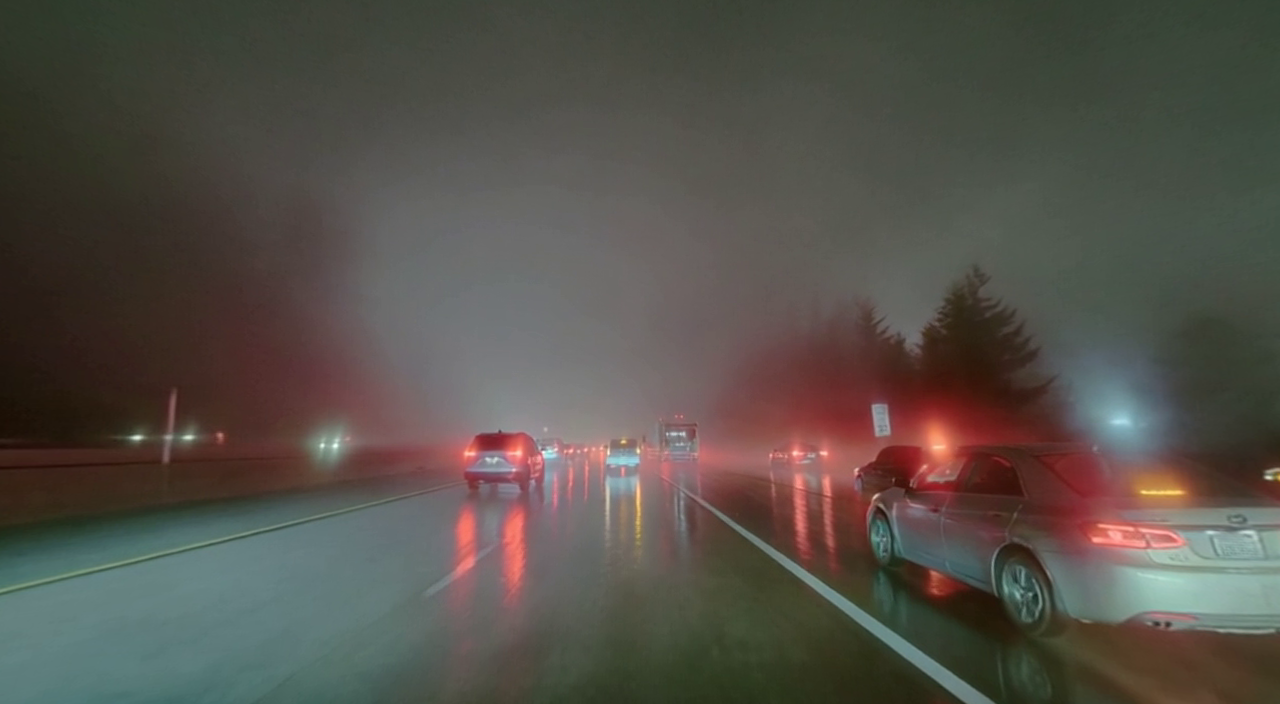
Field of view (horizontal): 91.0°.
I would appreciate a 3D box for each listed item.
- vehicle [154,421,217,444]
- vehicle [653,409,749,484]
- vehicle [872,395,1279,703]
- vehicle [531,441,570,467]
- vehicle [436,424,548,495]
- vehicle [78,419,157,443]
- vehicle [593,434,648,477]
[{"bbox_3d":[-32.740,5.864,45.485,1.740,1.488,3.985,1,-9,-3],"label":"vehicle"},{"bbox_3d":[2.830,5.067,34.043,3.426,3.279,12.313,1,-8,-2],"label":"vehicle"},{"bbox_3d":[3.100,1.103,3.381,2.031,1.504,4.327,0,-9,0],"label":"vehicle"},{"bbox_3d":[-5.411,6.227,38.486,1.907,1.484,3.954,0,-9,-1],"label":"vehicle"},{"bbox_3d":[-4.115,3.093,18.473,2.176,1.783,4.799,0,-9,-1],"label":"vehicle"},{"bbox_3d":[-36.864,5.622,44.576,1.834,1.555,4.465,0,-9,-2],"label":"vehicle"},{"bbox_3d":[-0.826,4.482,27.472,2.235,1.682,4.094,0,-9,-1],"label":"vehicle"}]
